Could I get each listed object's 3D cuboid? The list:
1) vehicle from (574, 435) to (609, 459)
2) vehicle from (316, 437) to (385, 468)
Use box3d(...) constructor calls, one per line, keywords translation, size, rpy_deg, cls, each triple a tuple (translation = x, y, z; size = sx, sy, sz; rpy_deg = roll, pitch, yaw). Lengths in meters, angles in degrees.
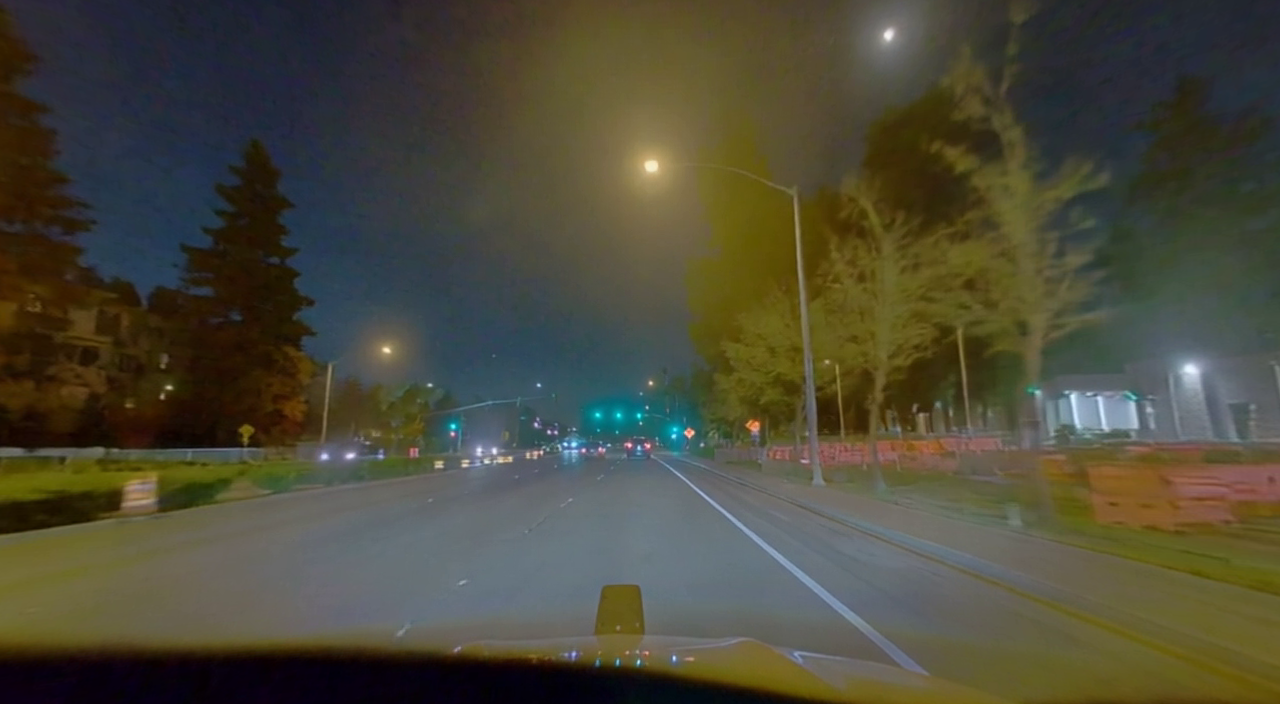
box3d(translation=(-3.524, 7.072, 46.960), size=(2.198, 1.663, 4.519), rpy_deg=(0, -8, 0), cls="vehicle")
box3d(translation=(-17.467, 6.091, 38.252), size=(1.986, 1.711, 4.379), rpy_deg=(0, -8, 1), cls="vehicle")
